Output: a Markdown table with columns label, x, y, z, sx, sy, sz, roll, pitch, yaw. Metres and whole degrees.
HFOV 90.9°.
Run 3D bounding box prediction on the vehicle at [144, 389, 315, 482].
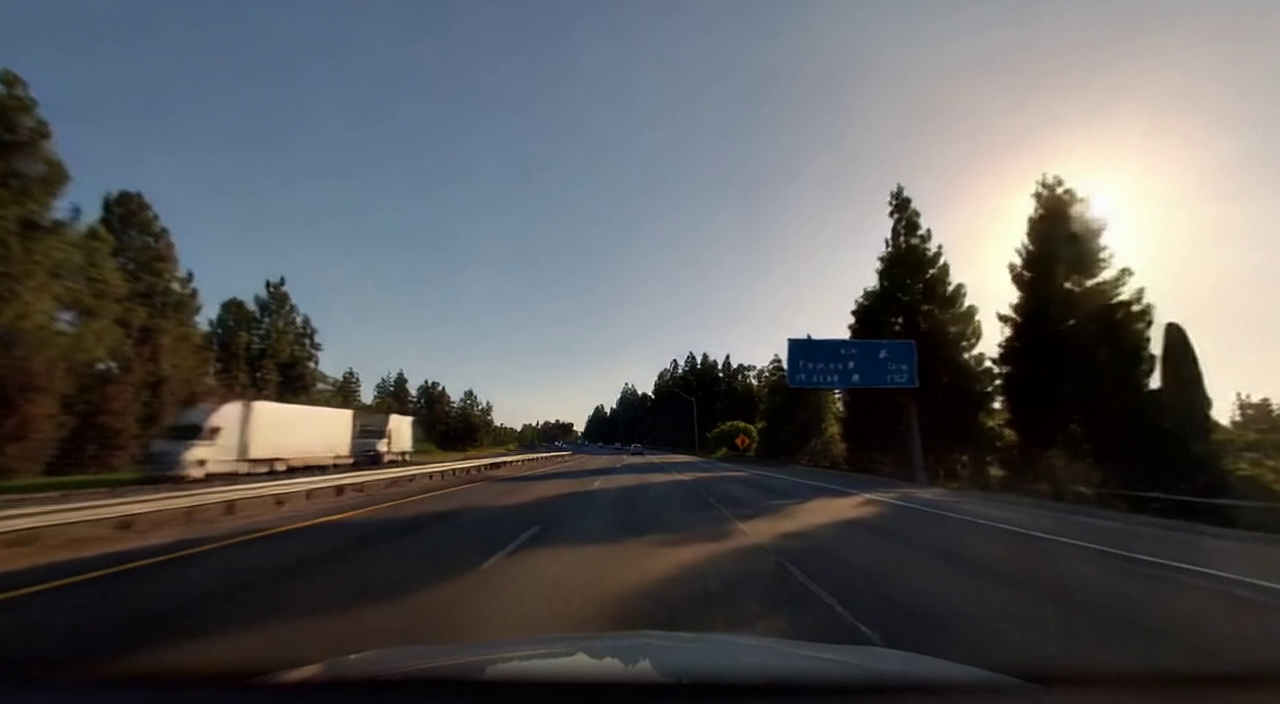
| label | x | y | z | sx | sy | sz | roll | pitch | yaw |
| --- | --- | --- | --- | --- | --- | --- | --- | --- | --- |
| vehicle | -21.029 | 4.454 | 33.282 | 3.066 | 4.239 | 8.740 | 0 | -8 | -1 |
